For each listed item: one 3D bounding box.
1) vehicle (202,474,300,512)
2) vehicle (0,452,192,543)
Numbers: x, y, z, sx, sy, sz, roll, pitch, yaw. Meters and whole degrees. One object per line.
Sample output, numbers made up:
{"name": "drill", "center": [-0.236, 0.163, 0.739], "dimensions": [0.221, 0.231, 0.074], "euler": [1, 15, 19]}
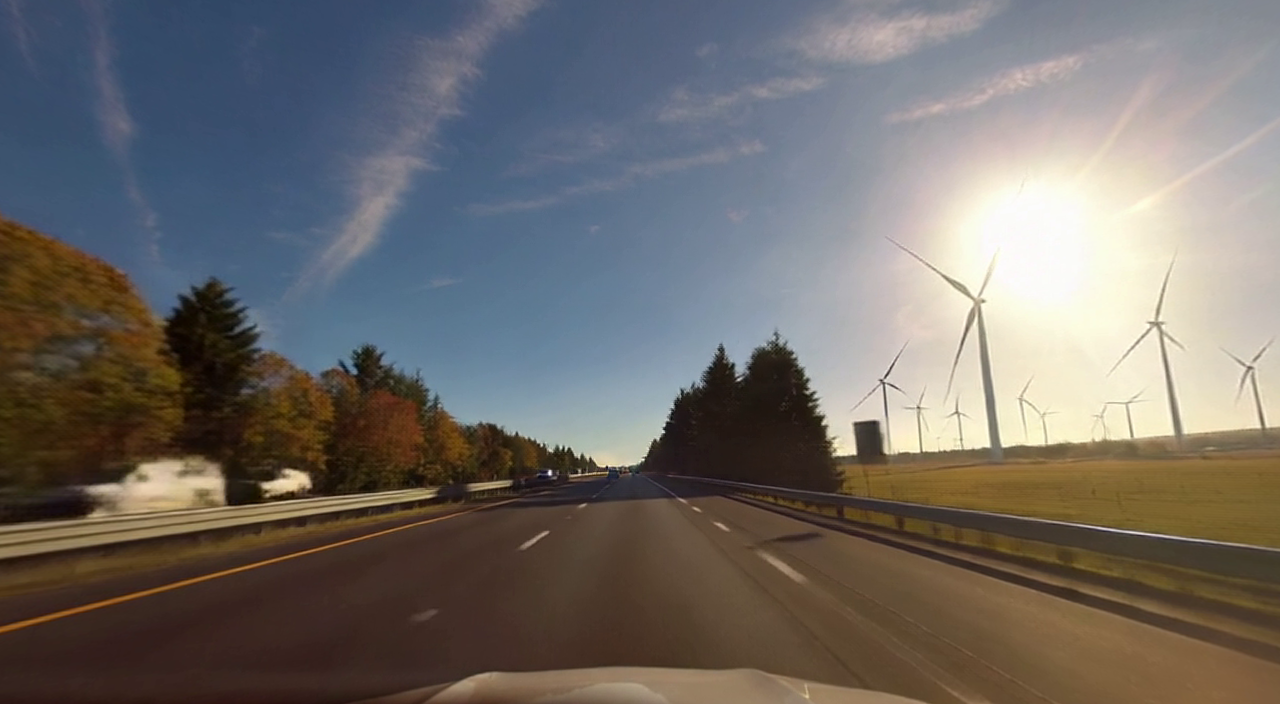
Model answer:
{"name": "vehicle", "center": [-16.262, 5.875, 26.556], "dimensions": [1.683, 1.410, 3.755], "euler": [1, -11, 0]}
{"name": "vehicle", "center": [-12.647, 3.143, 14.076], "dimensions": [1.977, 1.680, 4.321], "euler": [1, -11, 0]}
